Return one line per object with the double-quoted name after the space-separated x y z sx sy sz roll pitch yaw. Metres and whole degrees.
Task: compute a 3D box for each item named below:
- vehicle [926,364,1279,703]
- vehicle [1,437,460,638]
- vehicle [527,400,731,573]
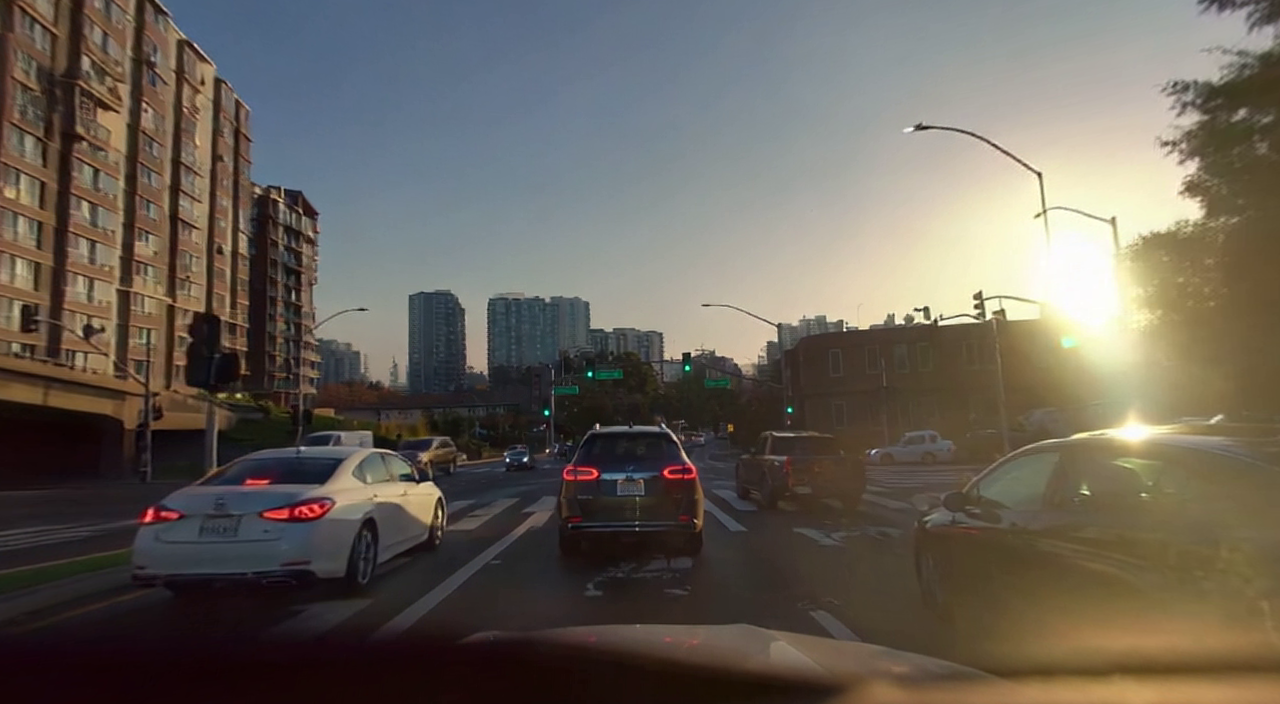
3.179 0.924 2.700 1.906 1.608 4.137 0 -8 -1 "vehicle"
-3.769 1.749 7.185 2.055 1.488 4.733 0 -8 0 "vehicle"
-0.139 1.855 9.620 2.206 1.858 5.332 0 -8 0 "vehicle"
